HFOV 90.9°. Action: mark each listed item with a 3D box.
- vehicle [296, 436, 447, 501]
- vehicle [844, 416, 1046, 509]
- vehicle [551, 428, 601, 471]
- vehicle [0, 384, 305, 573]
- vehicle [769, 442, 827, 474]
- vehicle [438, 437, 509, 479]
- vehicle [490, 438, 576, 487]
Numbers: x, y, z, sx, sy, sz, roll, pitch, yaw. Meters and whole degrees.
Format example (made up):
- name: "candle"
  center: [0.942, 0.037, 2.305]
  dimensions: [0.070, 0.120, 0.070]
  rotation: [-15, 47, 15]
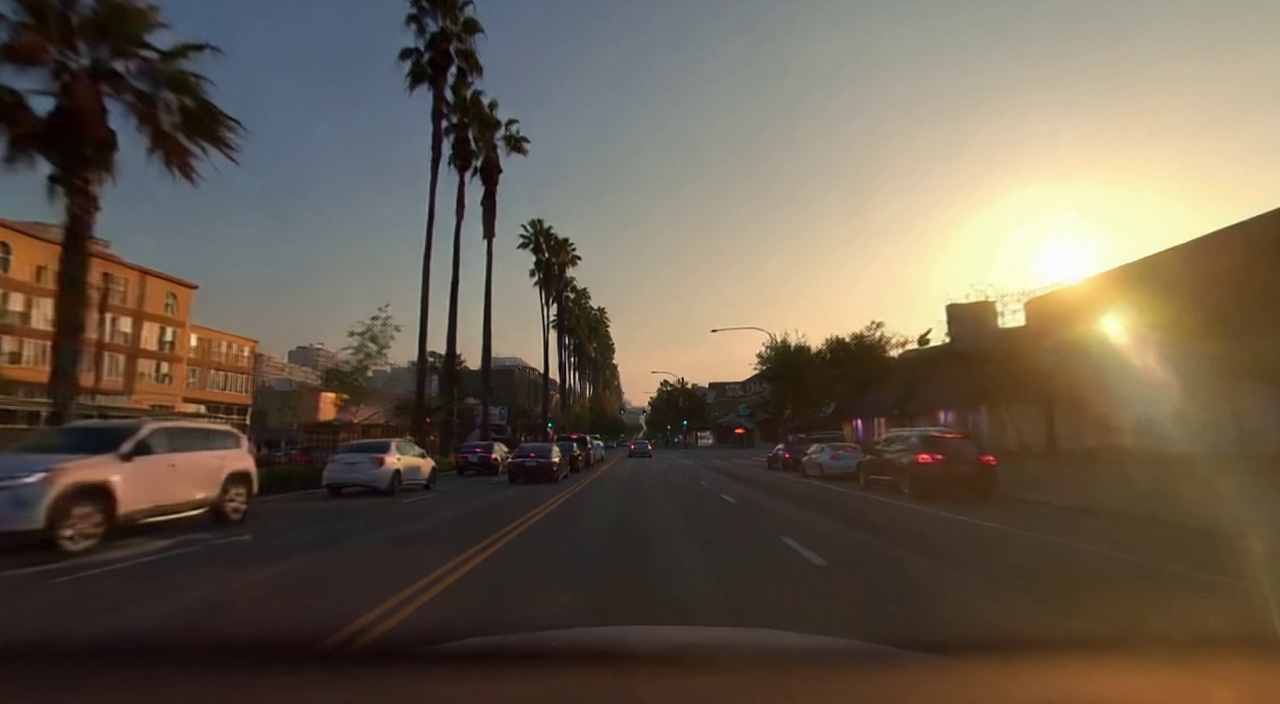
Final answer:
- name: "vehicle"
  center: [-6.969, 3.074, 16.979]
  dimensions: [2.071, 1.501, 4.339]
  rotation: [0, -9, 1]
- name: "vehicle"
  center: [7.366, 2.764, 16.221]
  dimensions: [2.256, 1.936, 5.838]
  rotation: [0, -9, 0]
- name: "vehicle"
  center: [-3.227, 5.062, 32.744]
  dimensions: [2.158, 2.040, 4.511]
  rotation: [0, -9, 0]
- name: "vehicle"
  center: [-6.934, 1.551, 8.295]
  dimensions: [2.026, 1.735, 5.361]
  rotation: [0, -9, 1]
- name: "vehicle"
  center: [7.815, 5.269, 31.558]
  dimensions: [1.888, 1.496, 4.294]
  rotation: [0, -9, 1]
- name: "vehicle"
  center: [-6.586, 4.229, 25.403]
  dimensions: [1.668, 1.525, 4.168]
  rotation: [0, -9, 1]
- name: "vehicle"
  center: [-3.482, 3.716, 21.465]
  dimensions: [2.044, 1.462, 4.624]
  rotation: [0, -9, 1]
